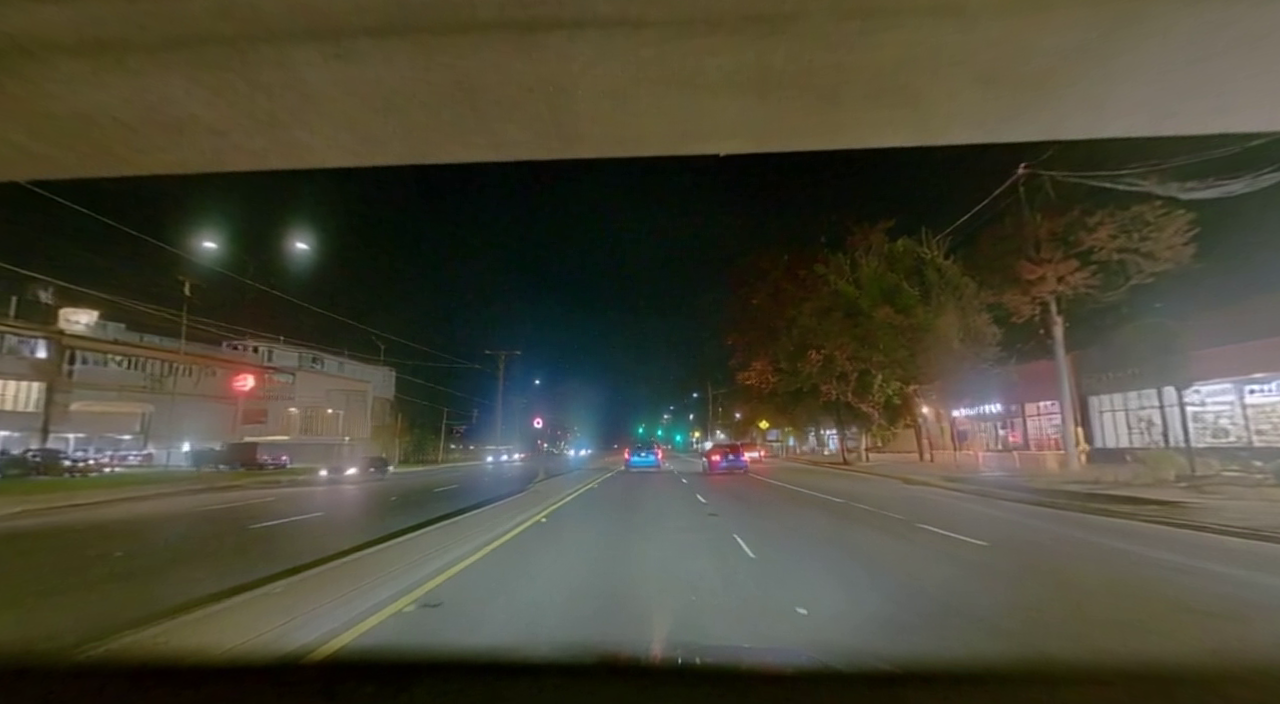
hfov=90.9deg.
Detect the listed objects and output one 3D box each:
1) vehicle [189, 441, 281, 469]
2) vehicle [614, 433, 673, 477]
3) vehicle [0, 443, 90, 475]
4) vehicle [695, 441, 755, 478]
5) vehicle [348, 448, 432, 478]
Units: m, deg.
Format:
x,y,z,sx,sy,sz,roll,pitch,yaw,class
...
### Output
x,y,z,sx,sy,sz,roll,pitch,yaw,class
-28.614,7.259,44.686,4.904,1.782,2.112,1,-8,-10,vehicle
0.201,4.563,28.147,2.441,1.813,4.581,0,-8,1,vehicle
-33.771,5.895,34.817,4.540,1.717,2.066,2,-9,-13,vehicle
3.582,4.620,27.431,1.954,1.479,4.557,0,-8,0,vehicle
-13.479,6.018,34.371,1.995,1.472,4.704,-2,-9,11,vehicle
